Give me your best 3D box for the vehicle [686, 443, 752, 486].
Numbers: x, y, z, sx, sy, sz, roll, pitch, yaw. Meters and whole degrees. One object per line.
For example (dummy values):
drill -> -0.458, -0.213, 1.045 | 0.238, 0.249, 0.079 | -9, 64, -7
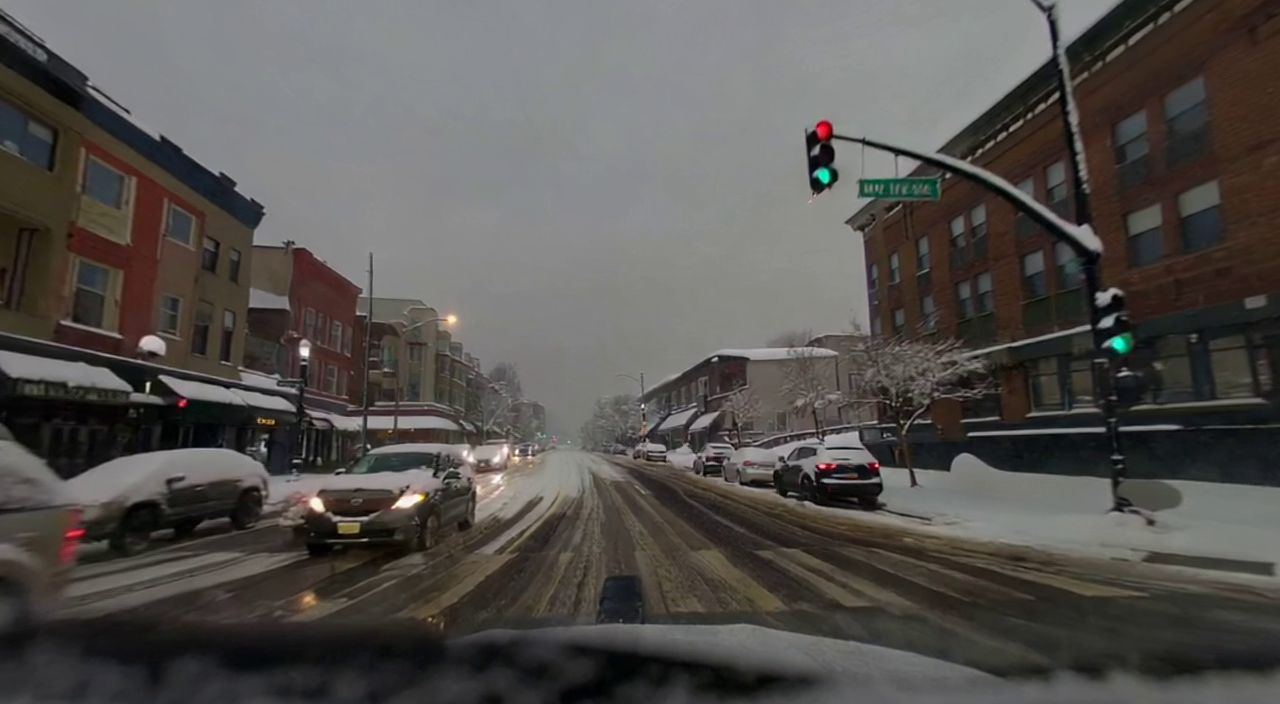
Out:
vehicle -> 3.602, 5.263, 29.988 | 2.059, 1.804, 5.182 | 0, -9, -5

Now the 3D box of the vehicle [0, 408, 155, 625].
vehicle -> -6.505, 1.325, 4.738 | 1.906, 1.872, 4.904 | 0, -8, -2

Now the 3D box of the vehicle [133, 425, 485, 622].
vehicle -> -3.564, 1.897, 8.083 | 2.129, 1.744, 4.568 | 0, -8, -2

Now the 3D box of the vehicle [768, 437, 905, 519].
vehicle -> 5.194, 3.363, 17.544 | 1.945, 1.931, 4.778 | 0, -9, -4

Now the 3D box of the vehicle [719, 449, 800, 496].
vehicle -> 4.391, 4.496, 23.950 | 1.915, 1.569, 4.117 | 1, -9, -5
